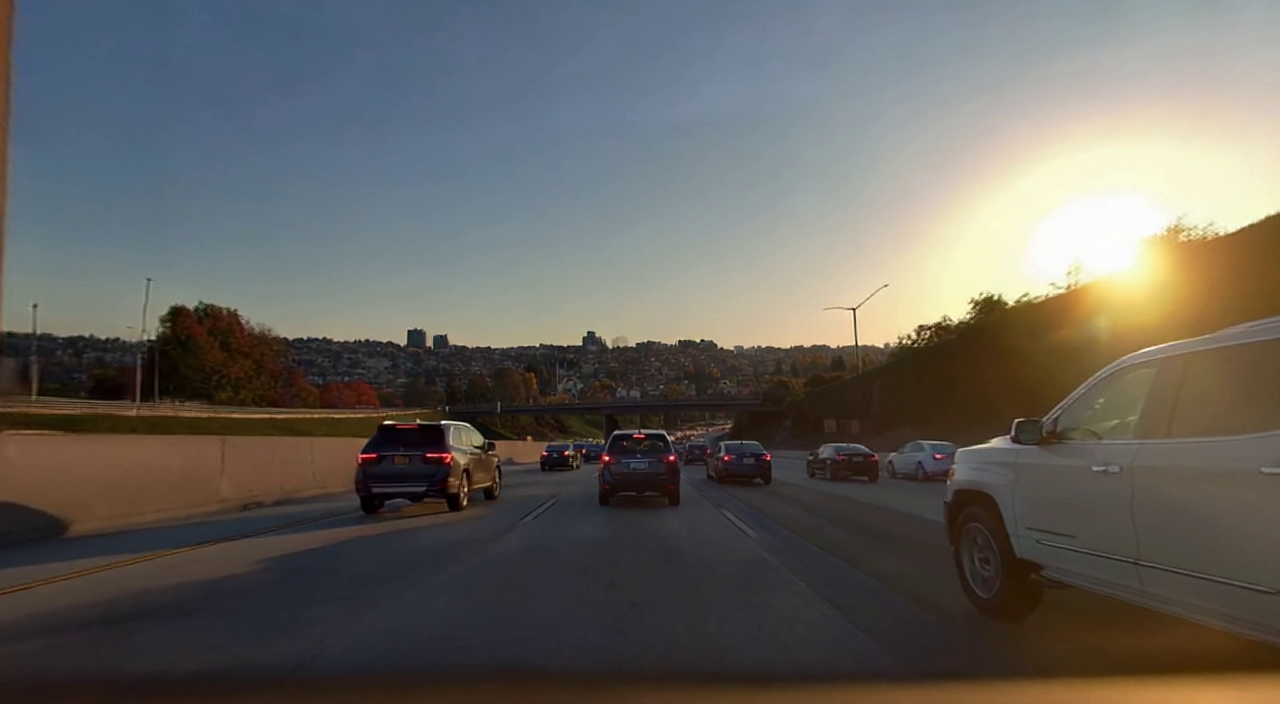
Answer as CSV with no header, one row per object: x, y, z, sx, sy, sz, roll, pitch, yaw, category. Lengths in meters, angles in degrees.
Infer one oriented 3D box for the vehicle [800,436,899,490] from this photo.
7.582,4.057,23.360,2.054,1.769,4.693,1,-9,0,vehicle

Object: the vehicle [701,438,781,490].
3.470,3.951,22.556,2.022,1.633,4.651,1,-9,-1,vehicle

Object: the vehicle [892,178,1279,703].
3.463,0.631,3.036,2.300,2.242,5.327,0,-9,0,vehicle

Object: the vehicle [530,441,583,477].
-4.097,5.327,31.606,1.982,1.655,4.604,0,-9,1,vehicle

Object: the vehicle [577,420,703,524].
0.012,2.390,13.005,2.181,1.756,4.167,0,-9,0,vehicle

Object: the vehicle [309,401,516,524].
-4.549,2.367,13.993,2.212,2.101,6.052,0,-9,1,vehicle
